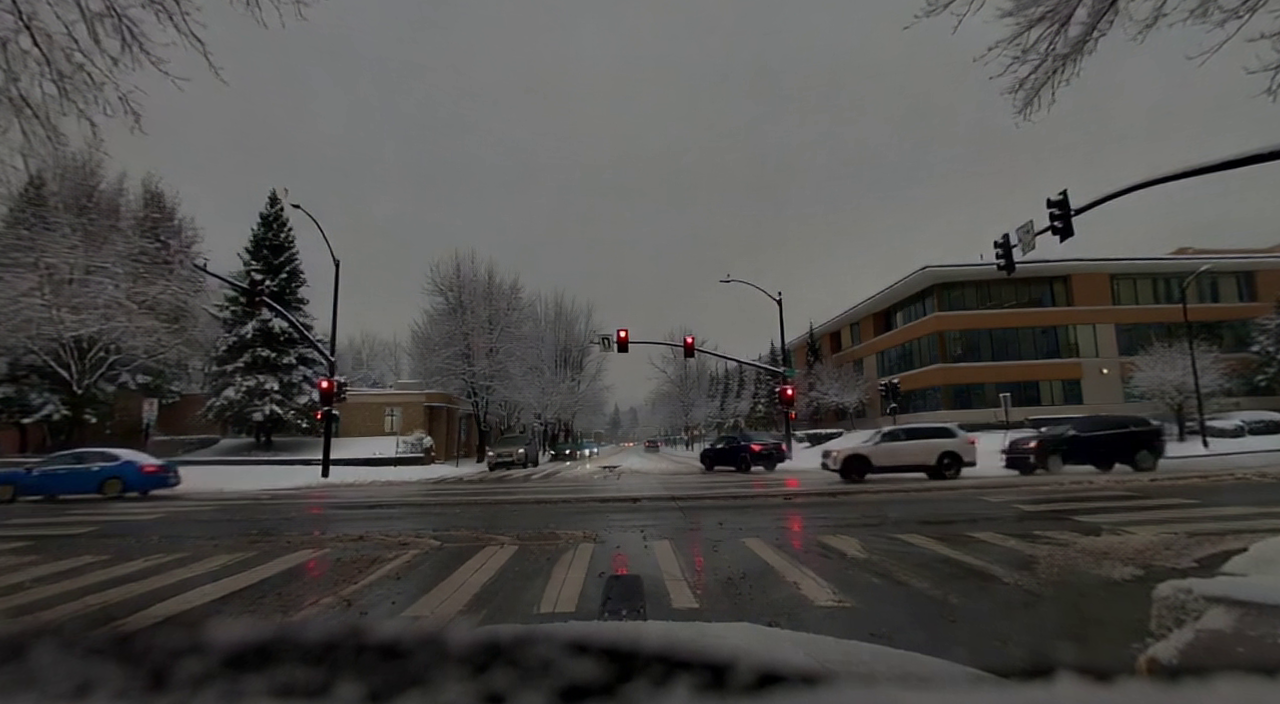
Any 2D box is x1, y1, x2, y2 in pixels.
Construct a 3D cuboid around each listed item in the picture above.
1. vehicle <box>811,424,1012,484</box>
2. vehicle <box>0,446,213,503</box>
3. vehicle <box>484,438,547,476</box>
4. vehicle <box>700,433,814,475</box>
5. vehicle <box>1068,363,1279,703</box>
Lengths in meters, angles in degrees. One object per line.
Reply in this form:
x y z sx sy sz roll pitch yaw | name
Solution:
7.083 2.708 16.759 4.464 1.472 1.867 0 -8 0 | vehicle
-14.817 3.330 17.332 4.613 1.443 1.883 0 -8 -1 | vehicle
-5.941 5.065 30.542 2.115 1.690 4.322 0 -8 1 | vehicle
4.928 4.338 27.028 2.053 1.625 4.551 6 -11 -38 | vehicle
2.884 0.673 0.833 1.947 1.576 3.825 0 -8 1 | vehicle
